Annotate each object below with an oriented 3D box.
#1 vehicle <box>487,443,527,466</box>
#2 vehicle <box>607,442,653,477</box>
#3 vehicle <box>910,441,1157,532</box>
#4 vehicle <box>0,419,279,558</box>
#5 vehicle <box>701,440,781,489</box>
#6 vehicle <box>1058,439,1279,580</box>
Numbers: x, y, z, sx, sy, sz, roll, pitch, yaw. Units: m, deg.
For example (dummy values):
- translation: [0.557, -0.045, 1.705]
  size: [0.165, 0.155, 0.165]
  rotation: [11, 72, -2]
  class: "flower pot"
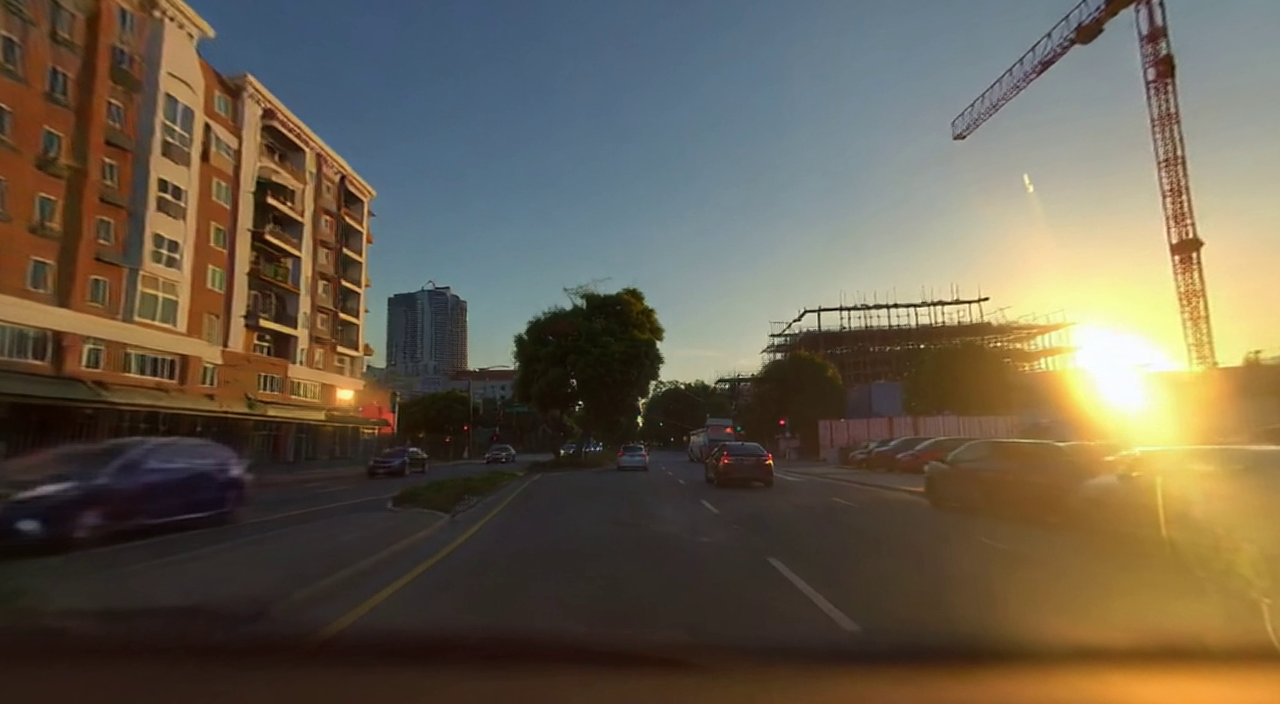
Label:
- translation: [-10.405, 8.054, 49.801]
  size: [1.973, 1.646, 4.427]
  rotation: [-1, -9, 3]
  class: "vehicle"
- translation: [-0.463, 4.976, 29.467]
  size: [2.006, 1.487, 3.535]
  rotation: [0, -9, 0]
  class: "vehicle"
- translation: [7.445, 2.553, 12.677]
  size: [1.893, 1.455, 4.571]
  rotation: [0, -9, -2]
  class: "vehicle"
- translation: [-7.973, 1.955, 9.764]
  size: [2.072, 1.623, 4.564]
  rotation: [0, -9, 0]
  class: "vehicle"
- translation: [3.270, 3.719, 21.255]
  size: [1.910, 1.474, 4.003]
  rotation: [0, -9, -1]
  class: "vehicle"
- translation: [7.589, 1.796, 7.662]
  size: [1.883, 1.452, 4.598]
  rotation: [0, -9, 0]
  class: "vehicle"
